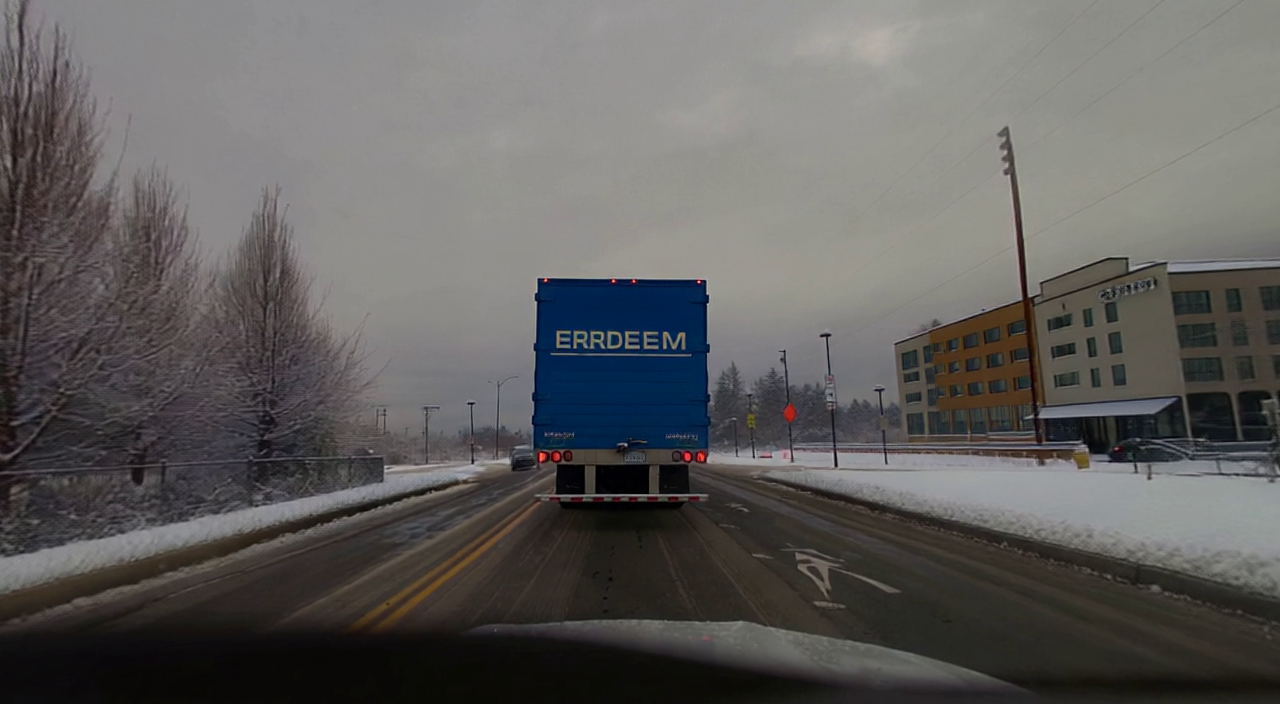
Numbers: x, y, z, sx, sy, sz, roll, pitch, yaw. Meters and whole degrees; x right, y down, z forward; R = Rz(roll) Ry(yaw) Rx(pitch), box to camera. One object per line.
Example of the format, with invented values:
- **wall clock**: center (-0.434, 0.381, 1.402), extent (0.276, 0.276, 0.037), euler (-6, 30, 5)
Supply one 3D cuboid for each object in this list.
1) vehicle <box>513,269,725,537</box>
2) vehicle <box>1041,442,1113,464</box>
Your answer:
- **vehicle**: center (-0.186, 1.289, 13.406), extent (2.876, 3.724, 9.351), euler (-1, -8, 1)
- **vehicle**: center (31.366, 7.221, 45.168), extent (1.652, 1.423, 3.797), euler (5, -9, -35)
